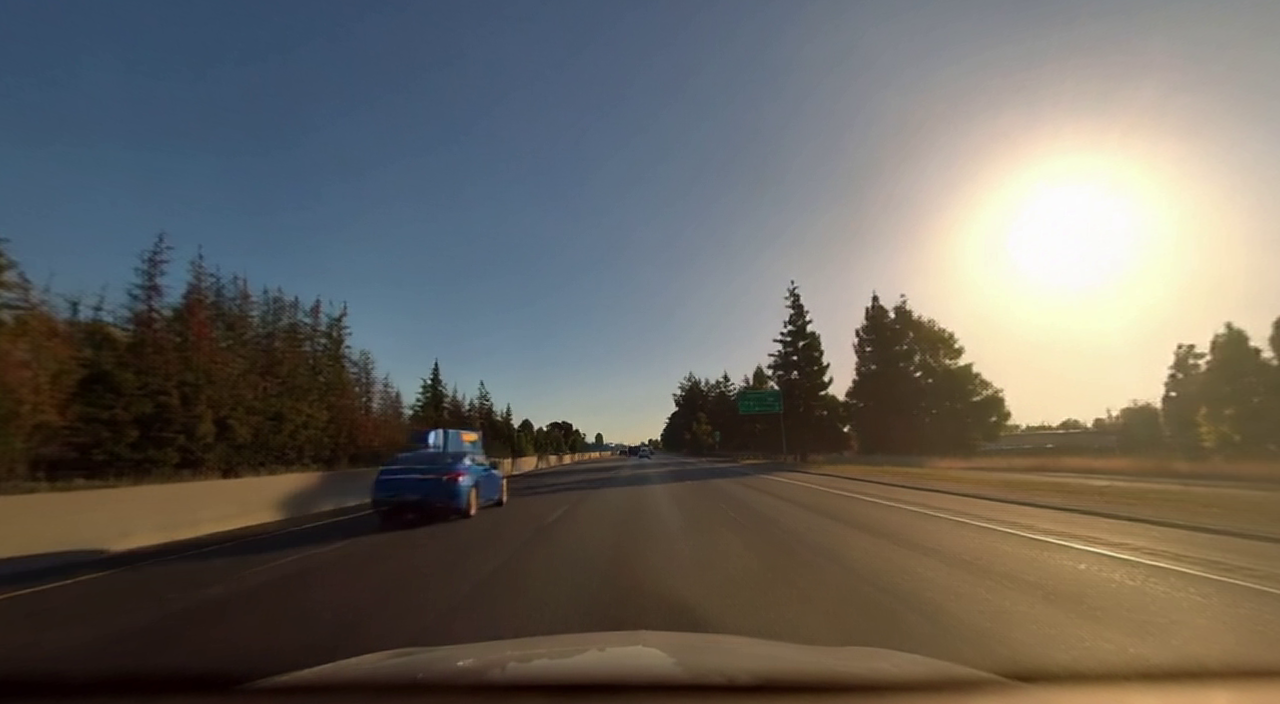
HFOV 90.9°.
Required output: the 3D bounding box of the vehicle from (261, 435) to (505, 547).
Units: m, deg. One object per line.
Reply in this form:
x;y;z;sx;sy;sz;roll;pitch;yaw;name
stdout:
-4.128;2.344;11.433;2.128;1.521;5.409;0;-9;1;vehicle
